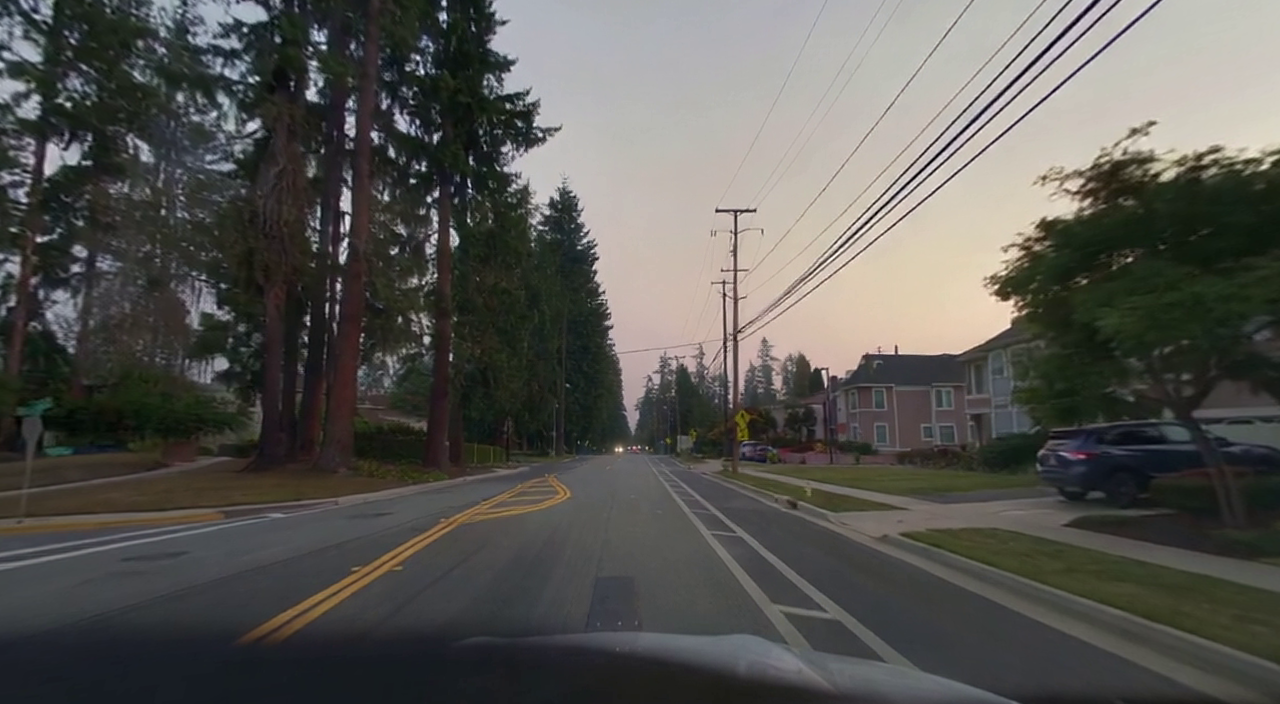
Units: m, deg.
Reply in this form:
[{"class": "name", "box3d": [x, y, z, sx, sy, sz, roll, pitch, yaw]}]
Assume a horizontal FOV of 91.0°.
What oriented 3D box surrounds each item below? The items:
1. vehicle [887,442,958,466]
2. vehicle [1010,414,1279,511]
[{"class": "vehicle", "box3d": [20.381, 7.363, 45.586, 3.943, 1.664, 2.391, 0, -8, -2]}, {"class": "vehicle", "box3d": [10.946, 2.289, 13.250, 4.760, 1.808, 2.402, 0, -9, -2]}]
